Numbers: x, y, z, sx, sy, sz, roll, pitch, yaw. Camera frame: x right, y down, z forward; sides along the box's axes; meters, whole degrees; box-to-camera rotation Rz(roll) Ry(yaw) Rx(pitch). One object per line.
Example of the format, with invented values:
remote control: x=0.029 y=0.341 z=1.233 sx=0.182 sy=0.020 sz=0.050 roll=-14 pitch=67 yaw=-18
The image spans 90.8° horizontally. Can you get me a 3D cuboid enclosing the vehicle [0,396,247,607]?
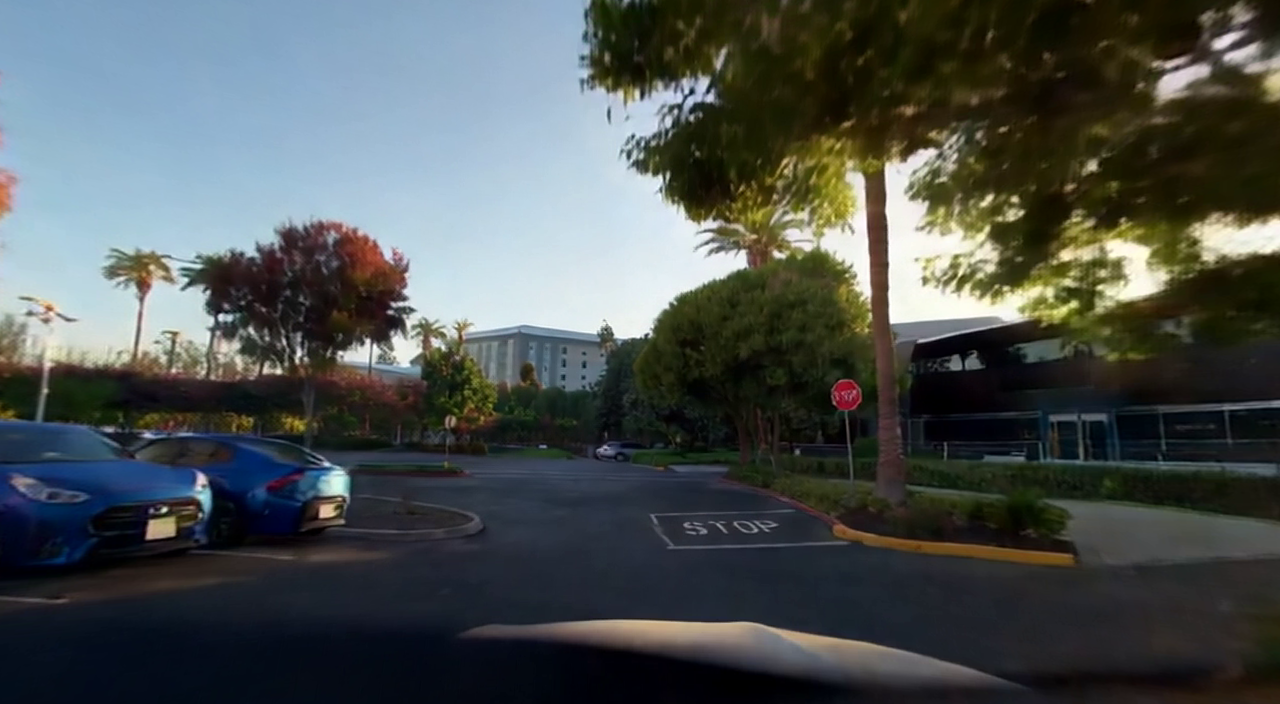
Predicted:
vehicle: x=-6.985 y=1.475 z=6.879 sx=4.272 sy=1.760 sz=2.045 roll=-2 pitch=-9 yaw=13

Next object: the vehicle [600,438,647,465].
vehicle: x=-1.174 y=6.744 z=42.947 sx=2.071 sy=1.700 sz=4.367 roll=2 pitch=-9 yaw=-17
